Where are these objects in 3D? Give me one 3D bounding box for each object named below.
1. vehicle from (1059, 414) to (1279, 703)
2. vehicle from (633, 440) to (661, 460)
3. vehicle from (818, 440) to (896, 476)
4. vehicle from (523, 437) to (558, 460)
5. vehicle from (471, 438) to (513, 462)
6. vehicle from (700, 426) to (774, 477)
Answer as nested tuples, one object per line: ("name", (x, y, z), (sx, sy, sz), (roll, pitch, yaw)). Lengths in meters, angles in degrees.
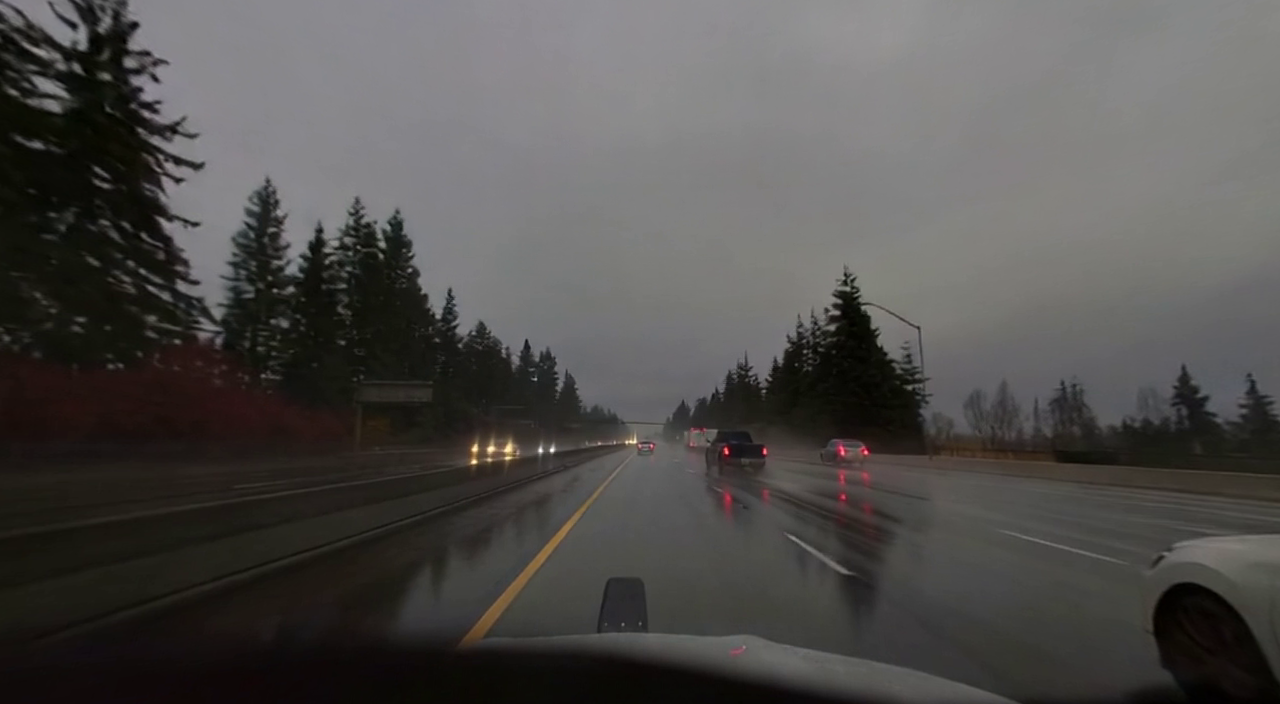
("vehicle", (3.406, 0.798, 1.229), (1.904, 1.453, 4.789), (0, -8, 1))
("vehicle", (0.555, 7.489, 48.218), (2.052, 1.472, 4.295), (0, -8, 0))
("vehicle", (9.819, 4.805, 28.820), (2.002, 1.500, 4.715), (0, -8, 1))
("vehicle", (-7.622, 7.465, 48.617), (1.980, 1.702, 4.285), (0, -8, 1))
("vehicle", (-11.183, 7.388, 47.641), (2.040, 1.698, 4.468), (0, -8, 0))
("vehicle", (3.916, 4.156, 26.419), (2.206, 1.902, 5.460), (0, -8, 0))
